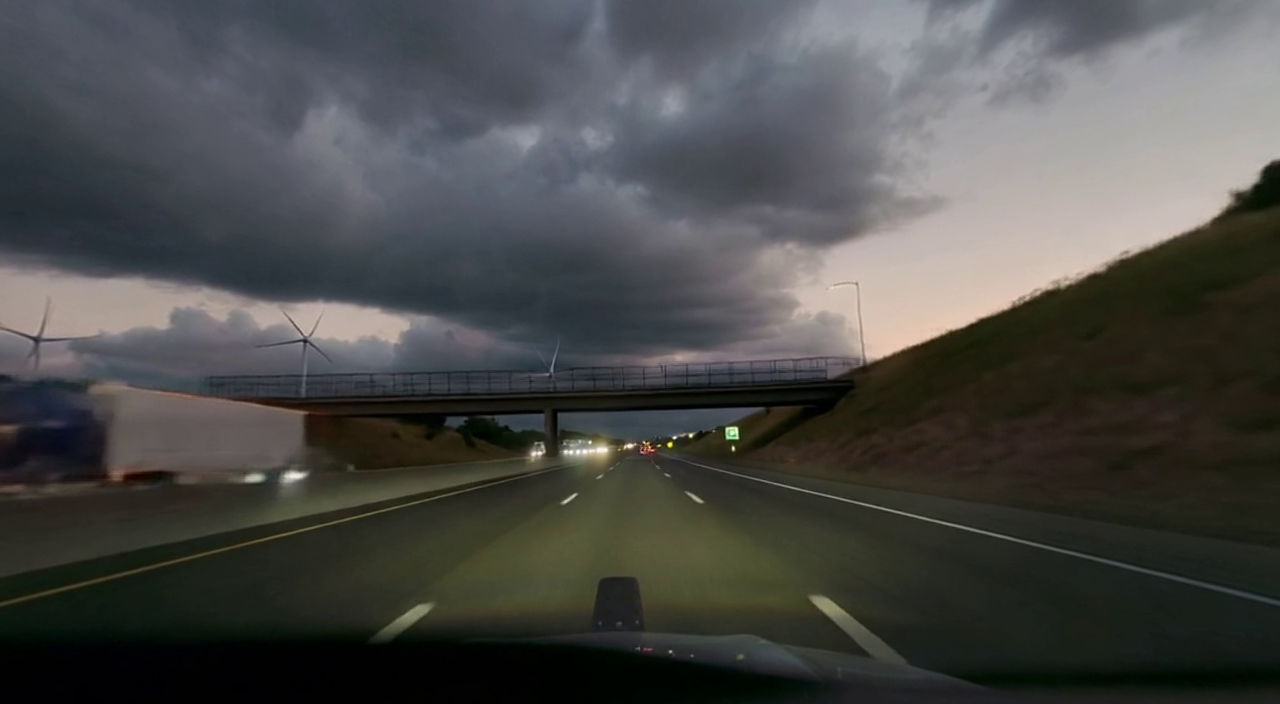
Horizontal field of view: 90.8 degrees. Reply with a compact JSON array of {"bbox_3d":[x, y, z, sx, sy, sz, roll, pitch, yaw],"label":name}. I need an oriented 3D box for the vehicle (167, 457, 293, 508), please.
[{"bbox_3d":[-12.375,3.924,19.305,1.561,1.329,3.391,0,-9,-1],"label":"vehicle"}]

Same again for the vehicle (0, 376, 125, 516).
[{"bbox_3d":[-19.369,2.800,18.644,2.977,3.872,6.035,0,-9,-1],"label":"vehicle"}]
